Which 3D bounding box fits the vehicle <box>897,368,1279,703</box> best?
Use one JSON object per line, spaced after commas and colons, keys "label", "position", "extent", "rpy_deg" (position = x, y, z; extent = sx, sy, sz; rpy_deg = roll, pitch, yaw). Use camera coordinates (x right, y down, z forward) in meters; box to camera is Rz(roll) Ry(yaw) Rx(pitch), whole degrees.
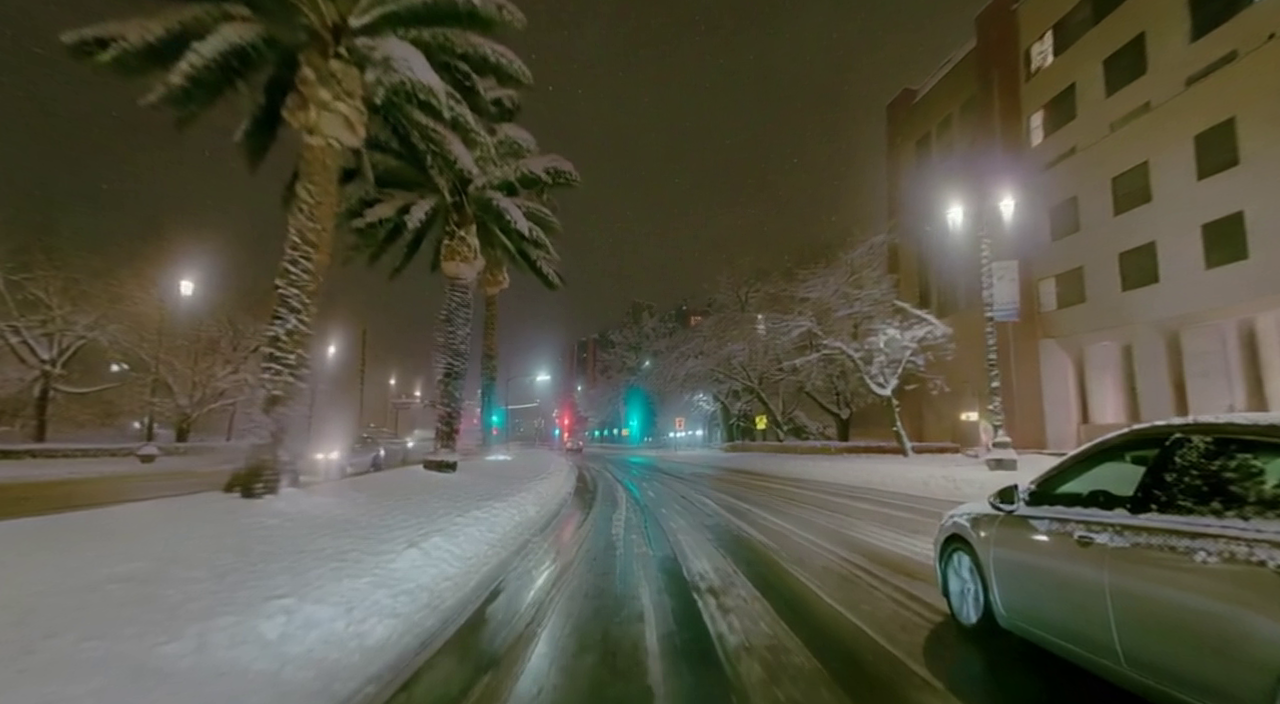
{"label": "vehicle", "position": [3.127, 0.965, 3.050], "extent": [1.867, 1.554, 4.301], "rpy_deg": [0, -8, -1]}
